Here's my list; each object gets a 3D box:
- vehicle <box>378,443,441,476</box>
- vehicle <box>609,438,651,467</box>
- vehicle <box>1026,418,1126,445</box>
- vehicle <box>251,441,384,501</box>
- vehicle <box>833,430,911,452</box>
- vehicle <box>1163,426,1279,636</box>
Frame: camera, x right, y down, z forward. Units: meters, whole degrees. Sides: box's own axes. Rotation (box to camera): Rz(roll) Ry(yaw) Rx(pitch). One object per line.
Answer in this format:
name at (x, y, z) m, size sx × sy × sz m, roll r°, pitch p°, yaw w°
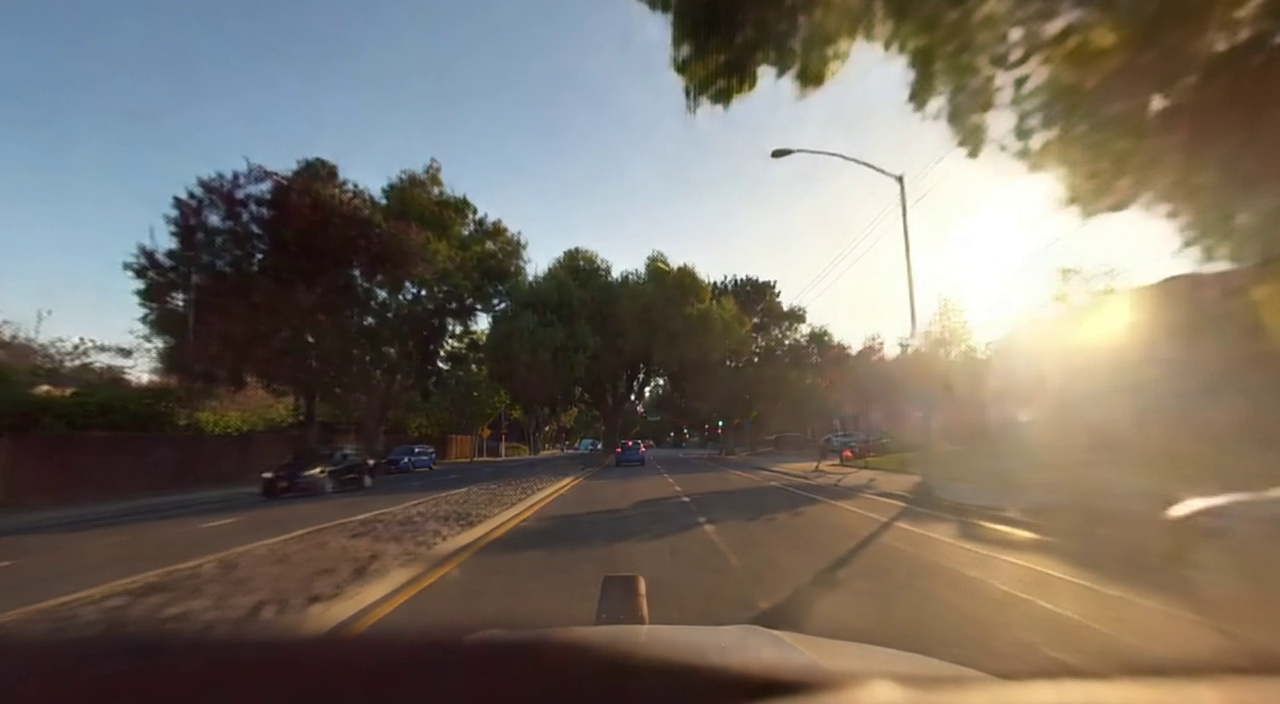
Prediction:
vehicle at (-13.261, 6.205, 36.623) m, size 1.957 × 1.754 × 4.393 m, roll 0°, pitch -9°, yaw 0°
vehicle at (-0.549, 5.320, 33.541) m, size 2.104 × 1.462 × 3.991 m, roll 0°, pitch -9°, yaw -1°
vehicle at (27.343, 5.019, 39.768) m, size 4.736 × 1.646 × 2.037 m, roll 0°, pitch -9°, yaw 0°
vehicle at (-9.871, 3.647, 19.793) m, size 1.945 × 1.629 × 4.197 m, roll 0°, pitch -9°, yaw 0°
vehicle at (16.260, 6.257, 44.439) m, size 4.658 × 1.495 × 1.978 m, roll 0°, pitch -9°, yaw -2°
vehicle at (5.794, 1.169, 3.620) m, size 1.926 × 1.555 × 4.106 m, roll 0°, pitch -9°, yaw -3°
